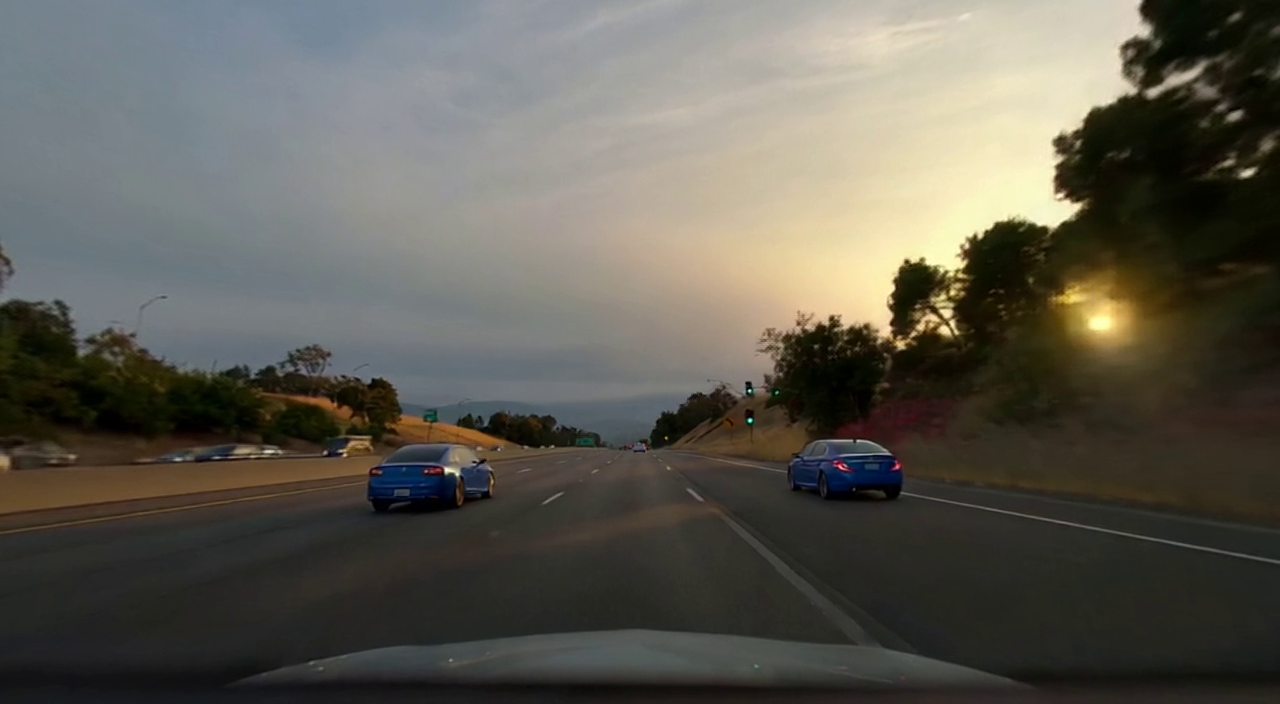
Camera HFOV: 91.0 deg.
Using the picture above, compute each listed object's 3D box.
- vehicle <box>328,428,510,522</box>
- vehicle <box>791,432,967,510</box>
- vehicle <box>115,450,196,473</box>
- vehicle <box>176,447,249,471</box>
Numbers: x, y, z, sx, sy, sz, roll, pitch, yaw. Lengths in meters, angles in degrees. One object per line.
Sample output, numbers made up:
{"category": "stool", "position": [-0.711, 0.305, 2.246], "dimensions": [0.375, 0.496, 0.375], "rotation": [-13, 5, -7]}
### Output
{"category": "vehicle", "position": [-4.093, 2.355, 12.610], "dimensions": [1.987, 1.516, 4.478], "rotation": [0, -9, 1]}
{"category": "vehicle", "position": [5.208, 2.667, 14.594], "dimensions": [2.049, 1.481, 4.774], "rotation": [0, -9, -2]}
{"category": "vehicle", "position": [-32.842, 7.429, 42.851], "dimensions": [1.793, 1.440, 4.727], "rotation": [0, -9, 0]}
{"category": "vehicle", "position": [-28.868, 7.224, 42.687], "dimensions": [1.801, 1.487, 4.459], "rotation": [0, -9, 0]}
